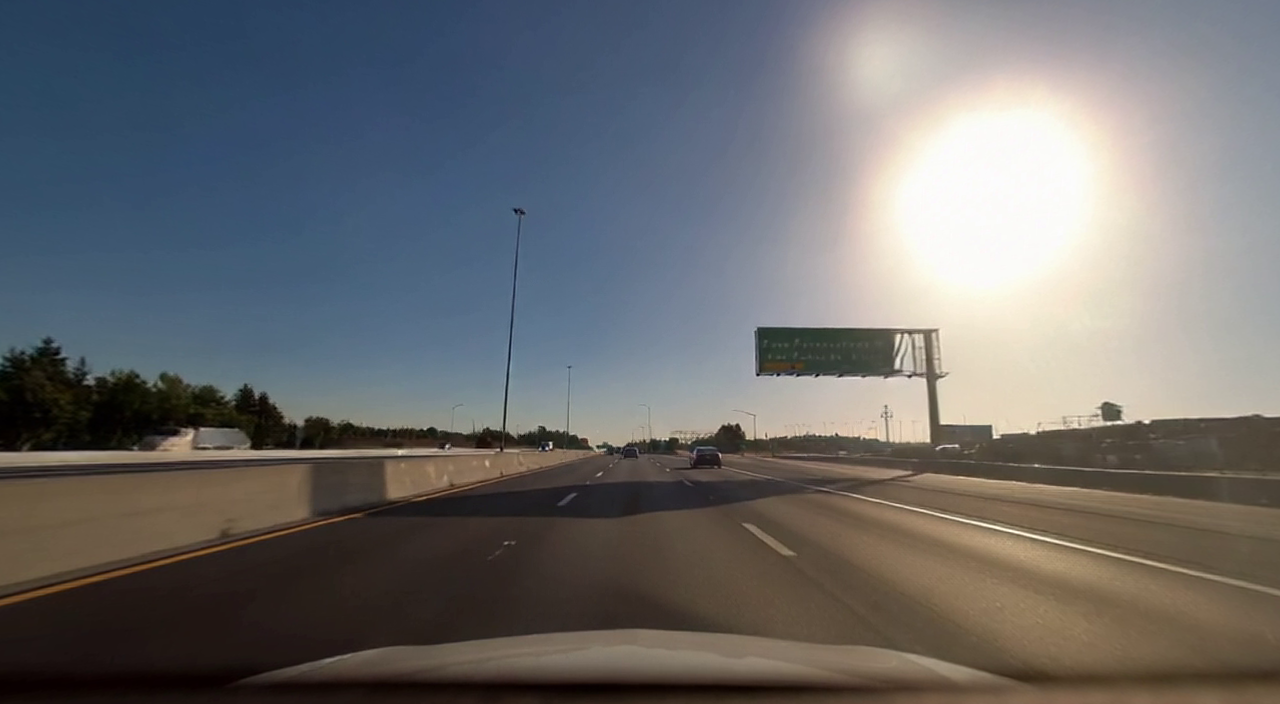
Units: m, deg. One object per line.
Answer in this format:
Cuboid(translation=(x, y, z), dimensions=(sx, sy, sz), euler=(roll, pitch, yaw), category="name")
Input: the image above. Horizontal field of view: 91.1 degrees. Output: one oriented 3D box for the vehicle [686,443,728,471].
Cuboid(translation=(3.955, 6.275, 37.744), dimensions=(1.984, 1.540, 3.973), euler=(0, -9, -2), category="vehicle")
